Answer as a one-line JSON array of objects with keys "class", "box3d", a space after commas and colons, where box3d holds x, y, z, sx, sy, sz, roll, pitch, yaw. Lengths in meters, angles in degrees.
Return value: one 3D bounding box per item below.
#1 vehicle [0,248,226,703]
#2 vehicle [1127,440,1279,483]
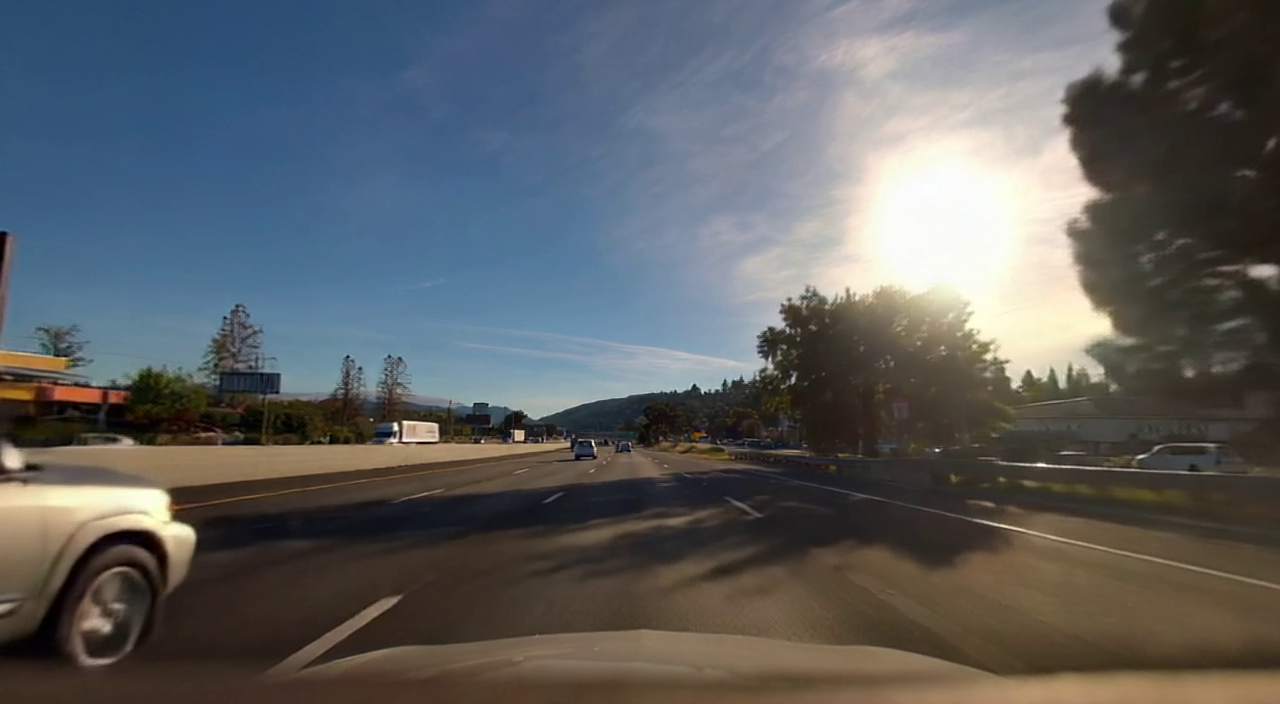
[{"class": "vehicle", "box3d": [-4.100, 0.429, 1.384, 2.352, 2.209, 5.802, 0, -8, 1]}, {"class": "vehicle", "box3d": [25.724, 4.963, 29.035, 1.972, 1.749, 5.464, 1, -8, -4]}]
